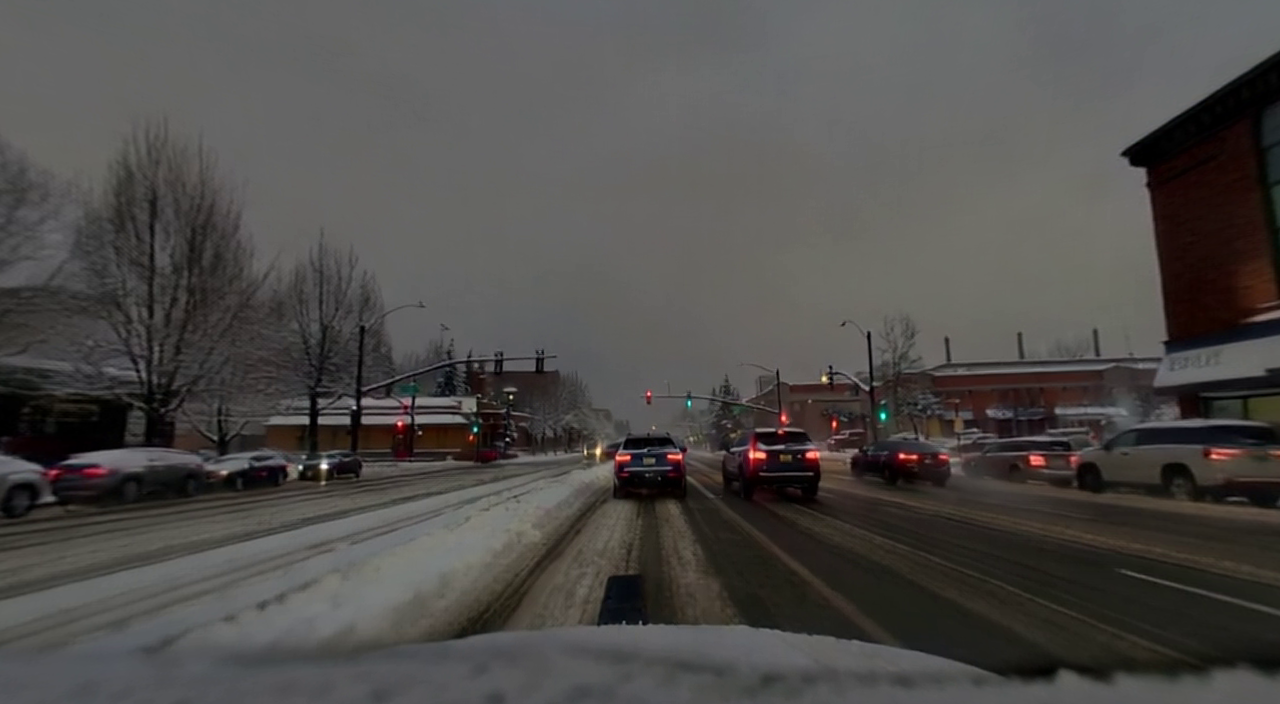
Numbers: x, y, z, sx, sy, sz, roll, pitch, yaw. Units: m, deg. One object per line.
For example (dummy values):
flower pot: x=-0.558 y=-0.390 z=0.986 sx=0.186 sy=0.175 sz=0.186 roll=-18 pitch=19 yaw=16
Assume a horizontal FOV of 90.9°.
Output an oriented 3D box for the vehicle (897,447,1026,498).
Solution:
vehicle: x=10.382 y=3.879 z=20.813 sx=1.863 sy=1.426 sz=4.494 roll=0 pitch=-8 yaw=0

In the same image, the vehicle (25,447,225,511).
vehicle: x=-15.497 y=3.789 z=19.499 sx=1.825 sy=1.685 sz=5.220 roll=1 pitch=-8 yaw=-1

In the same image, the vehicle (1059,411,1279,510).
vehicle: x=13.968 y=2.767 z=16.430 sx=2.172 sy=2.060 sz=5.546 roll=-3 pitch=-9 yaw=0

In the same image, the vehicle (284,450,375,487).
vehicle: x=-15.445 y=5.796 z=31.730 sx=2.096 sy=1.416 sz=4.885 roll=0 pitch=-6 yaw=0

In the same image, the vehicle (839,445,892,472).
vehicle: x=14.508 y=6.877 z=40.828 sx=1.734 sy=1.527 sz=4.531 roll=-3 pitch=-9 yaw=0

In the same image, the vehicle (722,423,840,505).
vehicle: x=3.715 y=3.053 z=17.711 sx=2.115 sy=1.932 sz=5.189 roll=0 pitch=-8 yaw=0

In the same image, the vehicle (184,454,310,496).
vehicle: x=-15.409 y=4.825 z=25.172 sx=1.792 sy=1.429 sz=5.161 roll=0 pitch=-9 yaw=-1

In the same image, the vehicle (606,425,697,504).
vehicle: x=0.250 y=3.024 z=17.424 sx=2.157 sy=1.863 sz=4.665 roll=0 pitch=-8 yaw=0
